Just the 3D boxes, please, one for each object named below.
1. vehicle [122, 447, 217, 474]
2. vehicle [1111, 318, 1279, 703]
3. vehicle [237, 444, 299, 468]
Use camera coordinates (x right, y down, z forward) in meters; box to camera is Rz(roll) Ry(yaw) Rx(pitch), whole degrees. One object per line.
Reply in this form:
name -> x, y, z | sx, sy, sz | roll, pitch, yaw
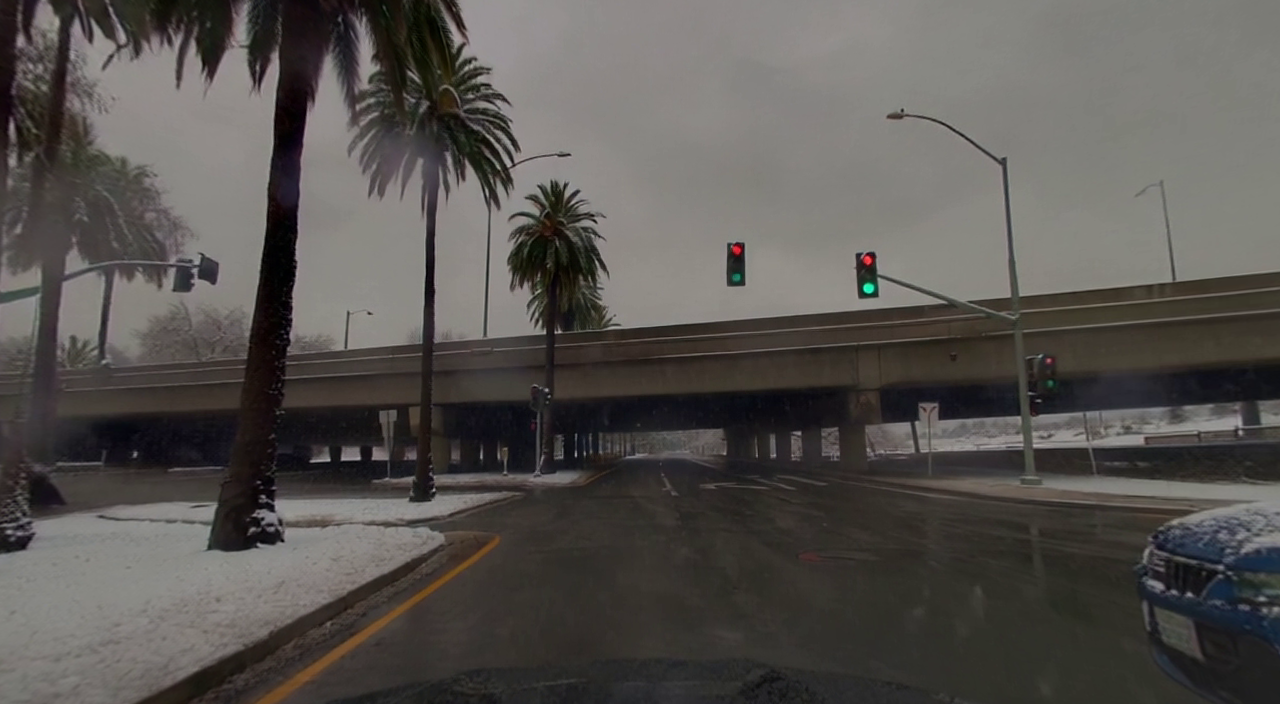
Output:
vehicle -> -26.565, 6.111, 35.754 | 1.830, 1.443, 4.551 | 0, -9, 2
vehicle -> 3.449, 0.522, 0.788 | 2.028, 1.770, 4.737 | 0, -9, 0
vehicle -> -26.271, 7.342, 44.580 | 1.941, 1.631, 4.017 | 0, -9, 0
